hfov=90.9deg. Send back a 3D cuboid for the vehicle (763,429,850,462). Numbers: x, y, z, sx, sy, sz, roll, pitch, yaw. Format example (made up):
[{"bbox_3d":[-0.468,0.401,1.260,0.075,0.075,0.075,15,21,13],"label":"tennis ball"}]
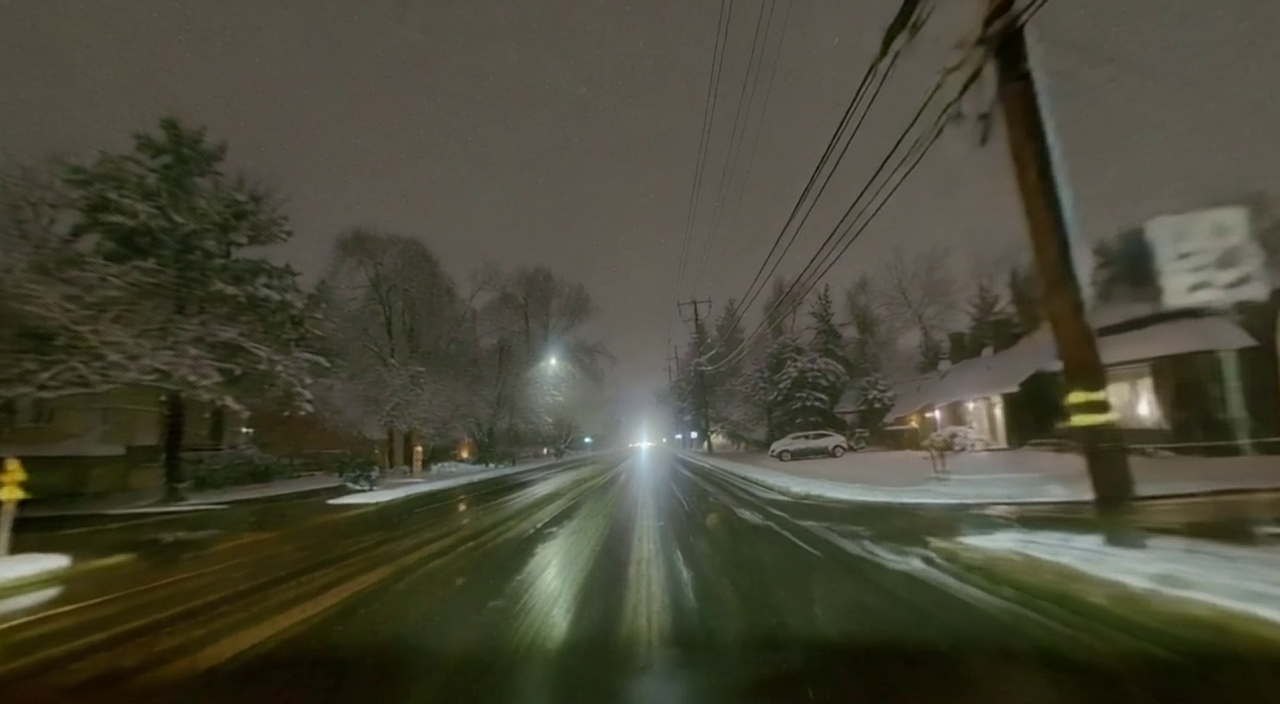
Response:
[{"bbox_3d":[9.648,5.497,36.868,4.494,1.850,2.027,0,-9,0],"label":"vehicle"}]
